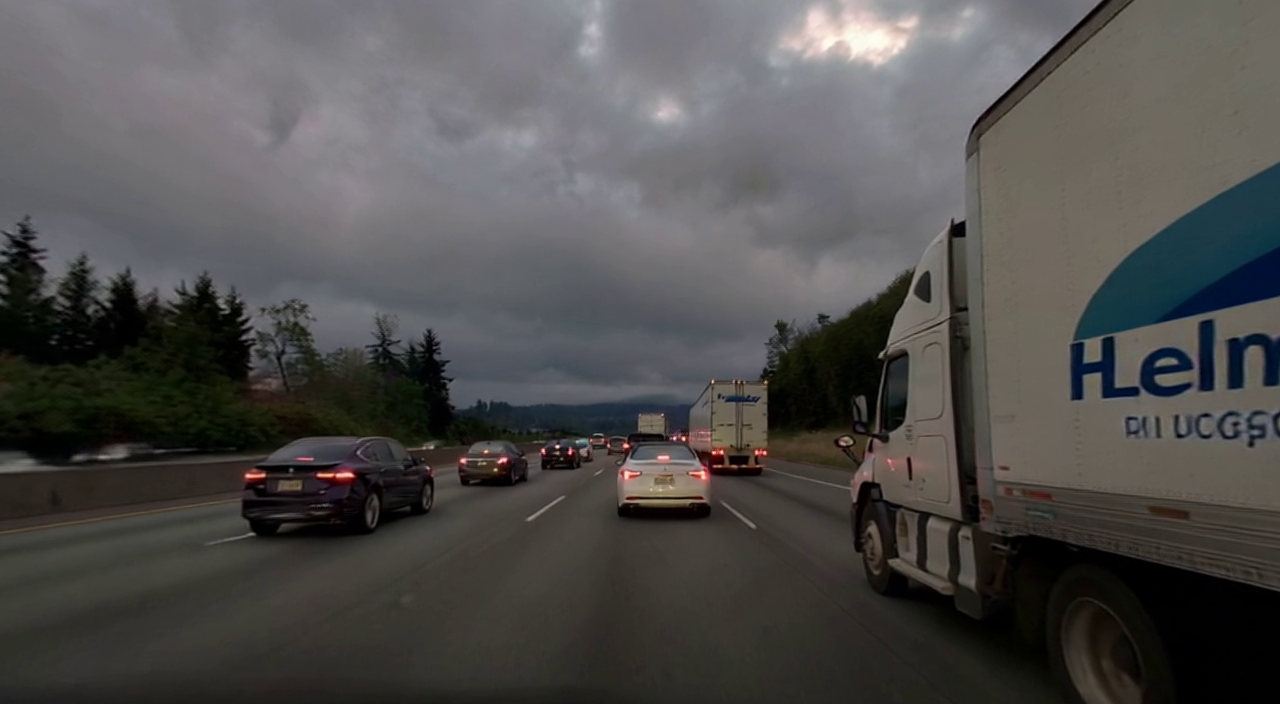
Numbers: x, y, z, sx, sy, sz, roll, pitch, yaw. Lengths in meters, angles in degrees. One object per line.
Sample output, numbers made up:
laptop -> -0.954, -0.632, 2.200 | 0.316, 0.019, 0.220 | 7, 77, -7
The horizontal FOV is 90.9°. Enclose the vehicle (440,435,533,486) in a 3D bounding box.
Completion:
vehicle -> -4.780, 3.402, 20.221 | 1.880, 1.458, 3.978 | 0, -8, 1

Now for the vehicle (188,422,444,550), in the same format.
vehicle -> -4.458, 1.850, 9.426 | 1.821, 1.514, 3.677 | 0, -8, 1

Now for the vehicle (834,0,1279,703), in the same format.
vehicle -> 4.039, 0.063, 5.031 | 2.982, 3.860, 6.011 | 0, -8, 0

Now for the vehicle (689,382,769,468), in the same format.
vehicle -> 4.801, 4.424, 37.269 | 2.892, 4.101, 14.252 | 0, -8, 1

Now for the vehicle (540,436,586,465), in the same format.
vehicle -> -4.226, 5.447, 35.234 | 1.887, 1.493, 4.411 | 0, -8, 1

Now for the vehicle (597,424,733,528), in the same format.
vehicle -> 0.369, 2.066, 11.064 | 1.973, 1.505, 3.568 | 0, -8, 0
